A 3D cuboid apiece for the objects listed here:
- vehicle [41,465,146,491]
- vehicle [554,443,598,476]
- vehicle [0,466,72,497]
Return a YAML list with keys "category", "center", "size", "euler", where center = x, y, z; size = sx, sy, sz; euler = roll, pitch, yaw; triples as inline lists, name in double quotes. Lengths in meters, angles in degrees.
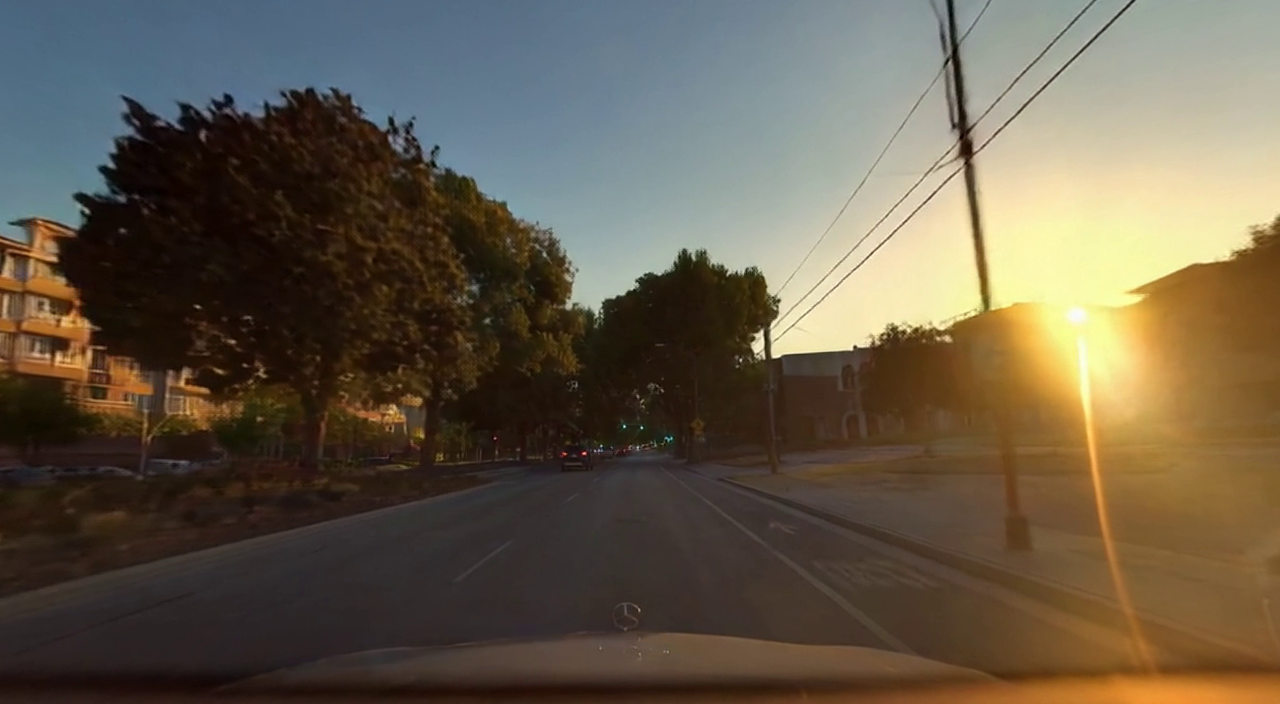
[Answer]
- category: "vehicle"
  center: [-37.448, 8.602, 43.369]
  size: [5.138, 1.622, 2.121]
  euler: [0, -9, -2]
- category: "vehicle"
  center: [-3.487, 5.963, 35.326]
  size: [1.959, 1.741, 4.141]
  euler: [0, -8, 1]
- category: "vehicle"
  center: [-37.265, 7.876, 38.222]
  size: [3.934, 1.544, 1.826]
  euler: [-4, -9, -4]
